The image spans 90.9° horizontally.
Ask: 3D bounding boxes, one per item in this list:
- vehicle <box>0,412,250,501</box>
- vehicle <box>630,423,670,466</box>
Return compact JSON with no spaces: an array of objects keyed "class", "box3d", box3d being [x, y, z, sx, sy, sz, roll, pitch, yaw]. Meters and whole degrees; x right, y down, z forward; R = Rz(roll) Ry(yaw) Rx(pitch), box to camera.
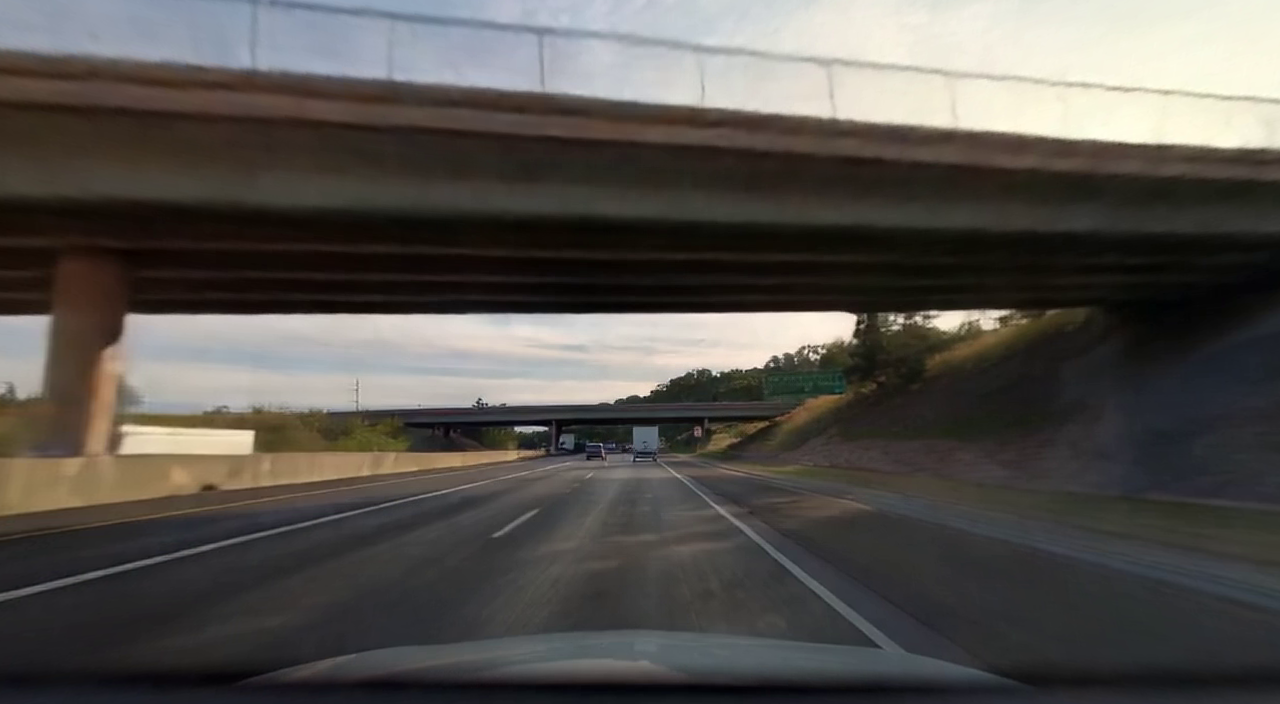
[{"class":"vehicle","box3d":[-24.443,4.876,29.810,2.955,3.191,14.095,0,-9,1]},{"class":"vehicle","box3d":[0.658,7.226,49.132,2.790,3.075,7.414,0,-9,-2]}]
